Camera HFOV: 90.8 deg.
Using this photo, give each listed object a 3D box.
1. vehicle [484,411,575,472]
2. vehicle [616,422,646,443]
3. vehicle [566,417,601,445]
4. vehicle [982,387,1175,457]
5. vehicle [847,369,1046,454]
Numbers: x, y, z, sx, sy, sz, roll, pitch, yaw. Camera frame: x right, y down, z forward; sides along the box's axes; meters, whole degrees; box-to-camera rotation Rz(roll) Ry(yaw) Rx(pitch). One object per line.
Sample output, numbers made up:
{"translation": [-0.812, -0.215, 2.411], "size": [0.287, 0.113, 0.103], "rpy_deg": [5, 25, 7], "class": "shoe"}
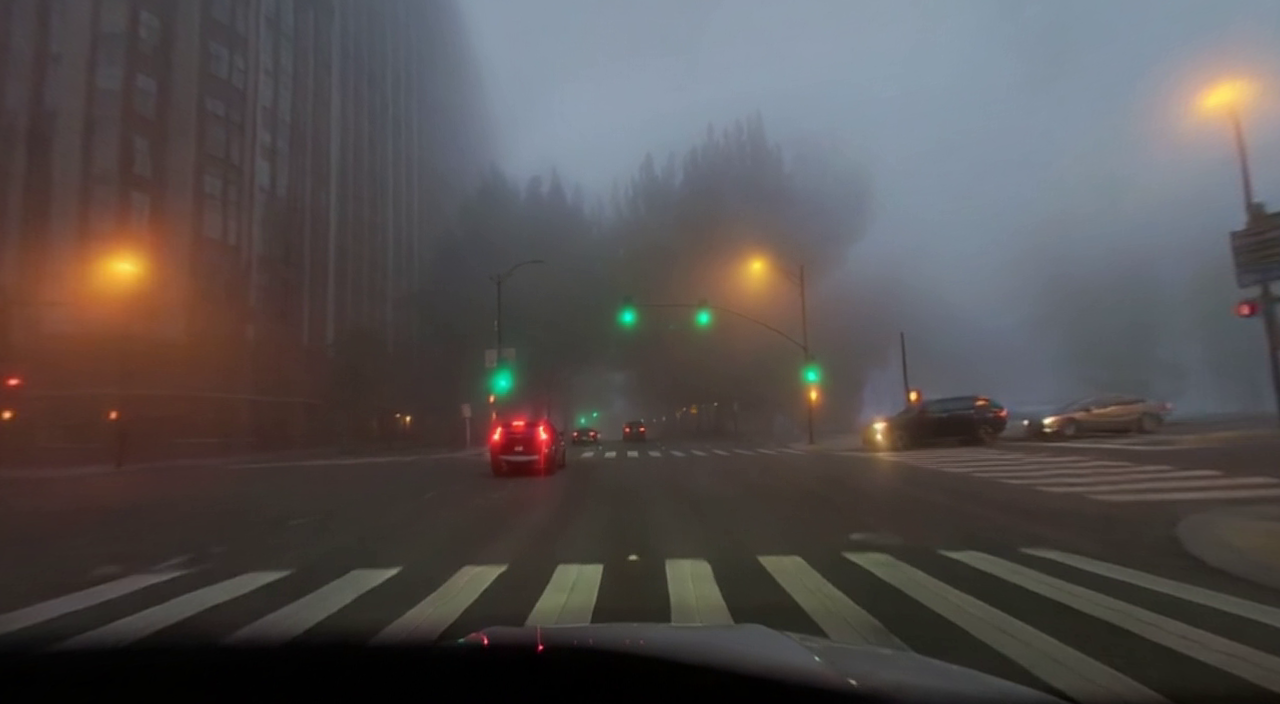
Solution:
{"translation": [-3.389, 2.869, 20.294], "size": [2.116, 1.725, 4.315], "rpy_deg": [-1, -8, 0], "class": "vehicle"}
{"translation": [-0.700, 5.806, 45.289], "size": [2.095, 1.438, 3.843], "rpy_deg": [0, -8, -2], "class": "vehicle"}
{"translation": [-3.841, 5.492, 43.562], "size": [2.152, 1.802, 4.628], "rpy_deg": [0, -8, -2], "class": "vehicle"}
{"translation": [13.133, 2.106, 19.146], "size": [4.328, 1.742, 1.942], "rpy_deg": [-3, -6, -2], "class": "vehicle"}
{"translation": [11.753, 2.338, 24.631], "size": [6.233, 2.668, 2.627], "rpy_deg": [-4, -7, -3], "class": "vehicle"}
